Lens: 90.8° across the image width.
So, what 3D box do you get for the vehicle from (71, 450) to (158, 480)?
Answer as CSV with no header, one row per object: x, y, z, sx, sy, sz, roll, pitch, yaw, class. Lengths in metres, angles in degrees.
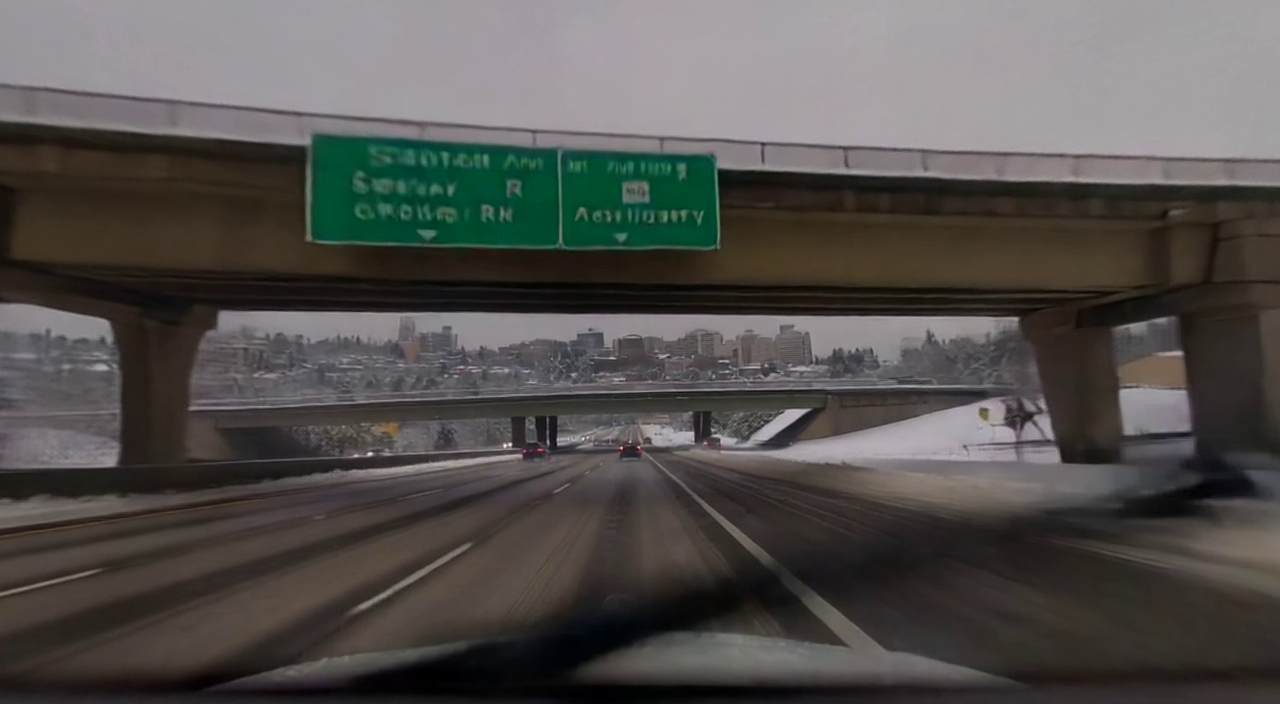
-35.730,7.678,43.105,2.016,1.894,4.465,0,-8,0,vehicle

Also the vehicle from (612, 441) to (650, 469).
-0.561,5.820,35.742,2.012,1.471,4.059,0,-8,-2,vehicle

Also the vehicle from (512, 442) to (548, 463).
-8.276,7.593,47.837,1.957,1.554,4.350,0,-8,0,vehicle
